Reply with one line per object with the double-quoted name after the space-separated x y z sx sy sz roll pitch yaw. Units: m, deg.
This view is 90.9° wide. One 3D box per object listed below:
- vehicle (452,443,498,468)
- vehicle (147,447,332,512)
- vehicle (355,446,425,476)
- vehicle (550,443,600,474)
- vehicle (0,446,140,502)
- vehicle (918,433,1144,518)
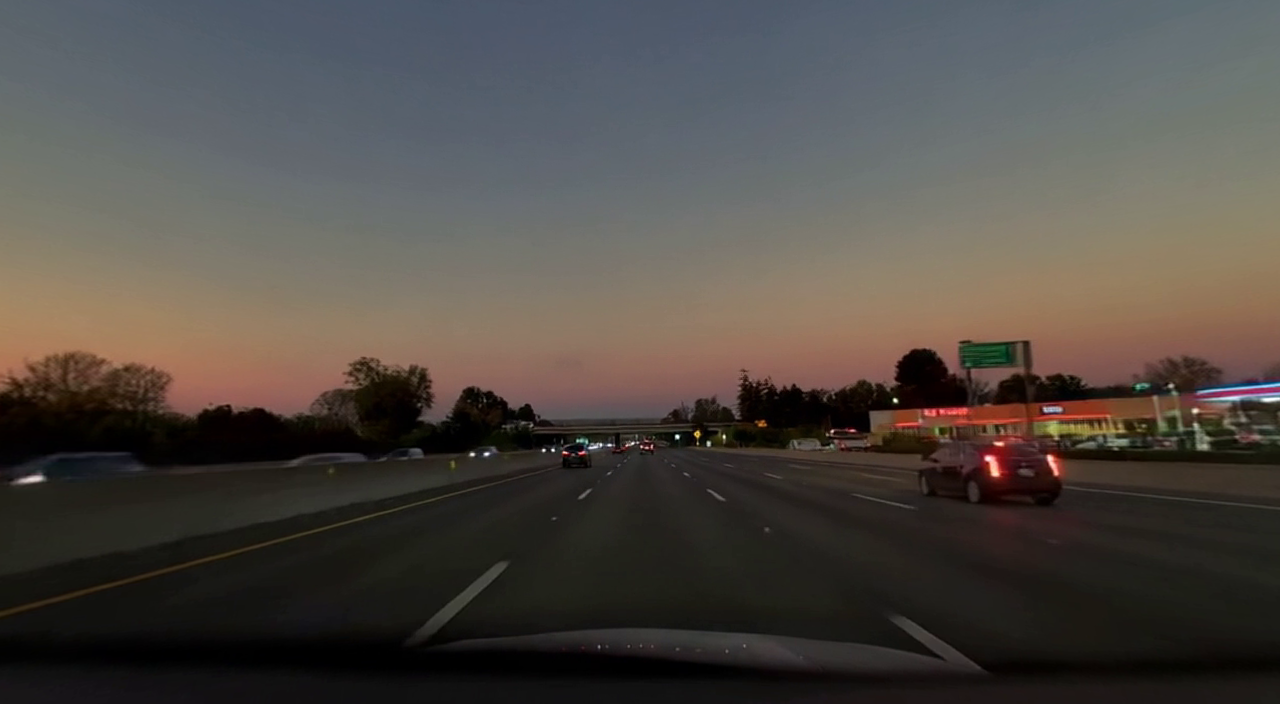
-11.174 7.050 43.050 1.898 1.610 4.423 -1 -9 1 "vehicle"
-10.364 3.298 16.836 2.045 1.466 4.316 -1 -9 1 "vehicle"
-14.409 6.274 36.692 2.211 1.607 4.458 -1 -9 1 "vehicle"
-3.324 5.538 32.968 2.114 1.510 4.186 -1 -9 1 "vehicle"
-21.776 4.496 23.686 2.037 1.852 4.731 0 -9 0 "vehicle"
7.981 2.557 13.620 1.909 1.467 4.940 -1 -9 3 "vehicle"
